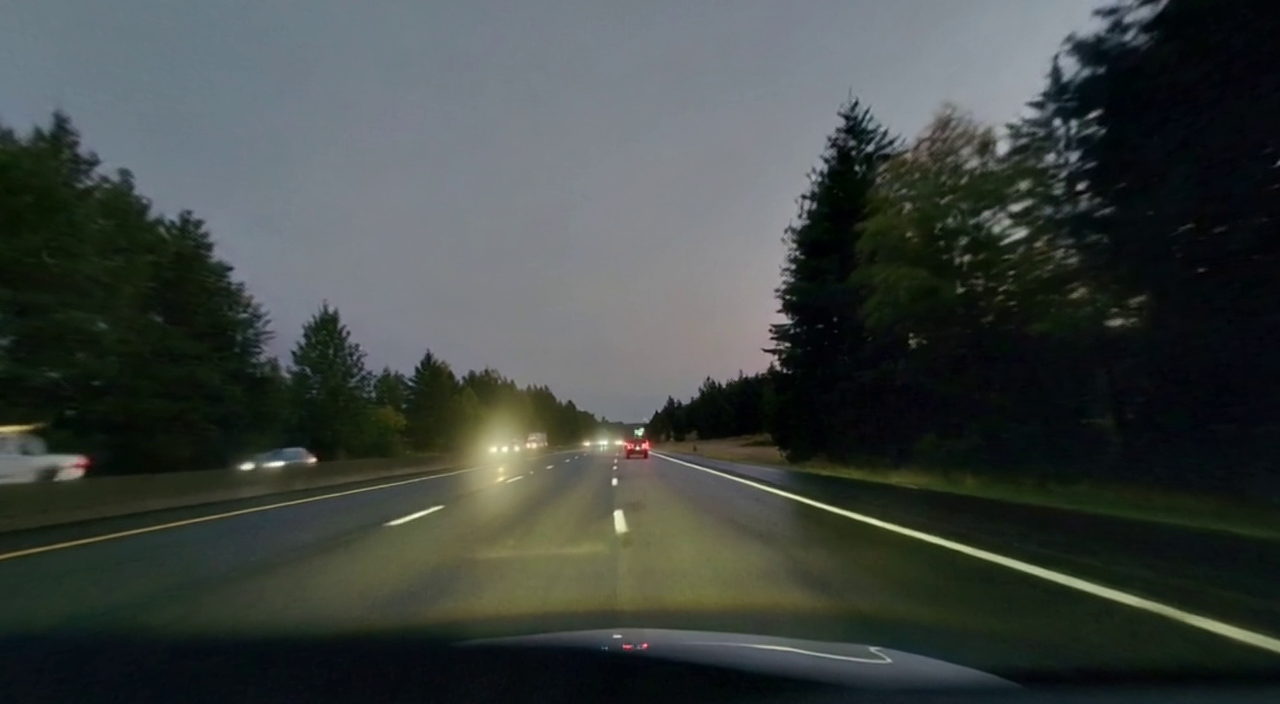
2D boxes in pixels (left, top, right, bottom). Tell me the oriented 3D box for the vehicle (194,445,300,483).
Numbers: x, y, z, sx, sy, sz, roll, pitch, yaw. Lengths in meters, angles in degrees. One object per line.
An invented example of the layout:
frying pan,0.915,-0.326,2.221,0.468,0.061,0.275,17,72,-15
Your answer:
vehicle,-17.267,4.910,27.962,1.931,1.535,4.492,0,-8,-2
